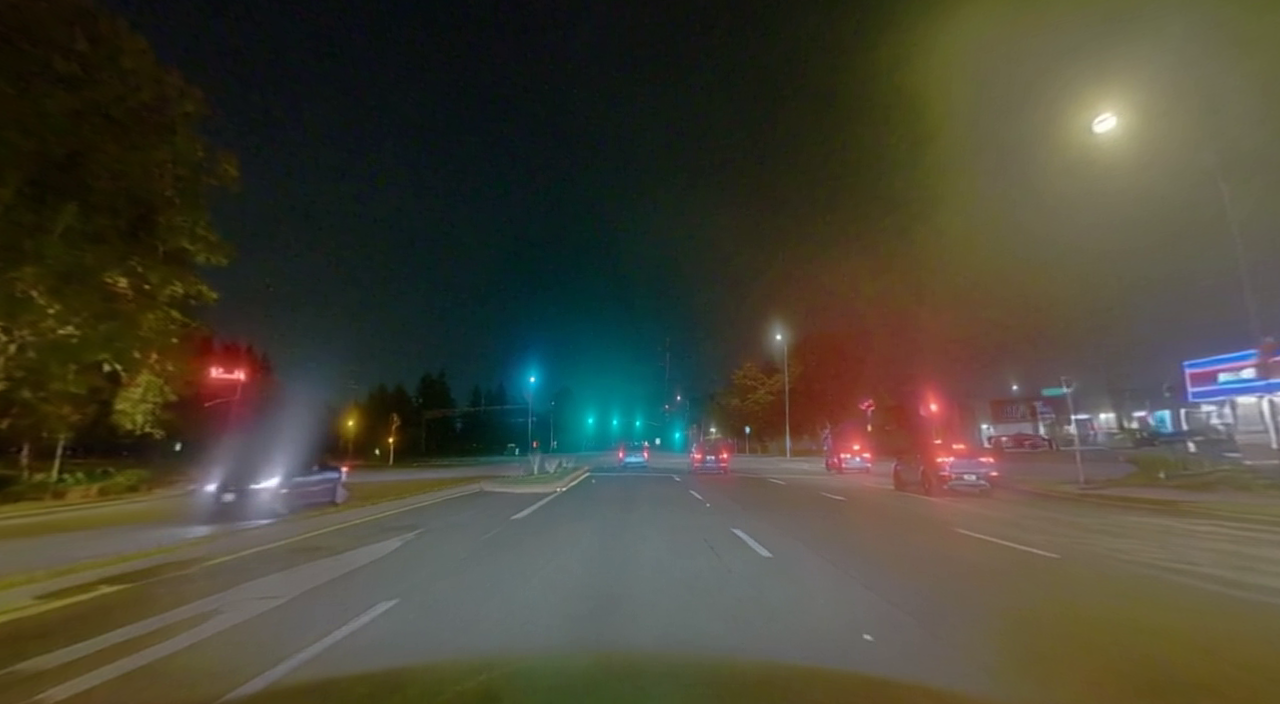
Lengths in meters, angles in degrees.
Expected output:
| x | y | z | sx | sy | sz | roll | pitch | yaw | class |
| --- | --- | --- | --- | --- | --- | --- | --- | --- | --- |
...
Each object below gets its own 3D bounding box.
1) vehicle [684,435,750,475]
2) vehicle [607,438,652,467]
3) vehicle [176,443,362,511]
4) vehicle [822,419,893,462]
| x | y | z | sx | sy | sz | roll | pitch | yaw | class |
| --- | --- | --- | --- | --- | --- | --- | --- | --- | --- |
| 3.065 | 4.210 | 26.076 | 2.057 | 1.491 | 4.675 | 0 | -8 | -1 | vehicle |
| -0.510 | 5.353 | 33.828 | 2.242 | 1.474 | 4.127 | 0 | -8 | 0 | vehicle |
| -9.536 | 3.207 | 16.823 | 2.140 | 1.549 | 4.590 | 0 | -8 | 0 | vehicle |
| 13.248 | 5.428 | 38.717 | 3.340 | 2.479 | 2.547 | 0 | -8 | -2 | vehicle |
